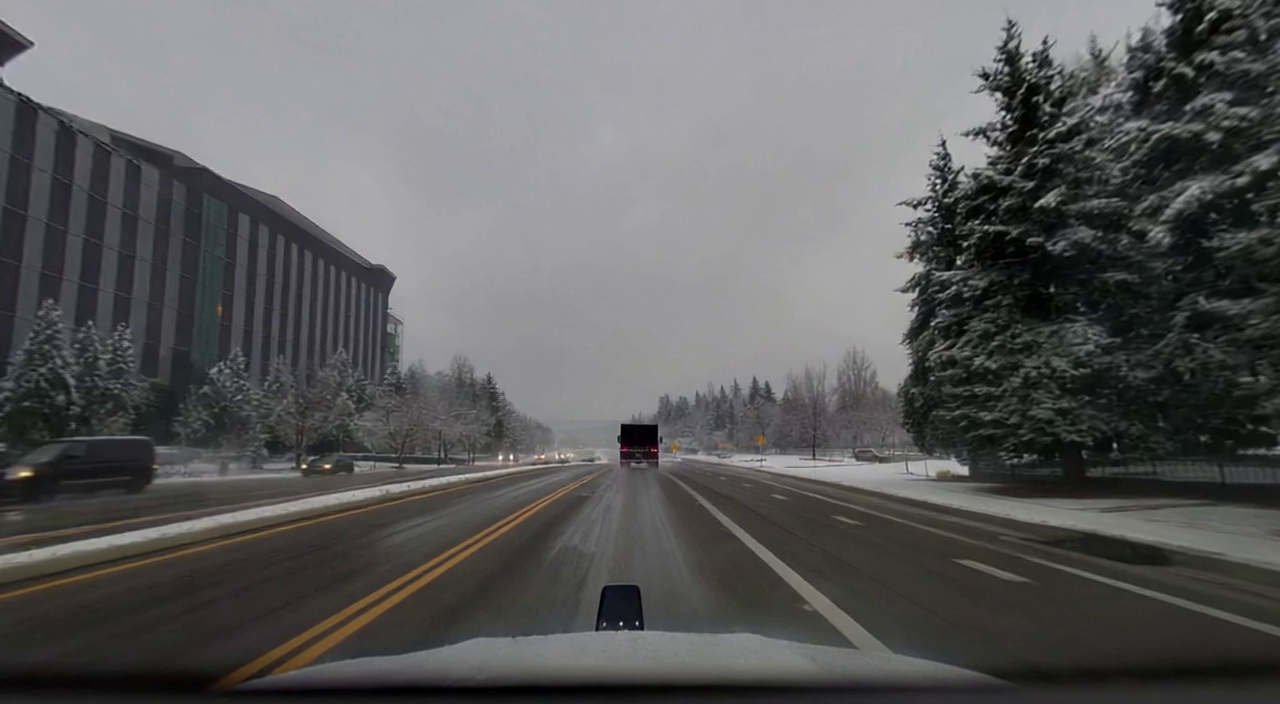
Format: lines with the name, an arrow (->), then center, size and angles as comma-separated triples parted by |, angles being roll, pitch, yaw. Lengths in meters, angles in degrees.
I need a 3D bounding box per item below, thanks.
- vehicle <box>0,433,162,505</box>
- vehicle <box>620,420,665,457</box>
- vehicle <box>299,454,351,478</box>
vehicle -> -19.388, 3.836, 21.243 | 2.182, 2.060, 5.571 | 0, -8, 0
vehicle -> 0.052, 4.594, 33.364 | 2.178, 1.829, 4.932 | 0, -9, -1
vehicle -> -23.051, 8.322, 46.386 | 1.797, 1.585, 3.957 | 0, -8, 0
